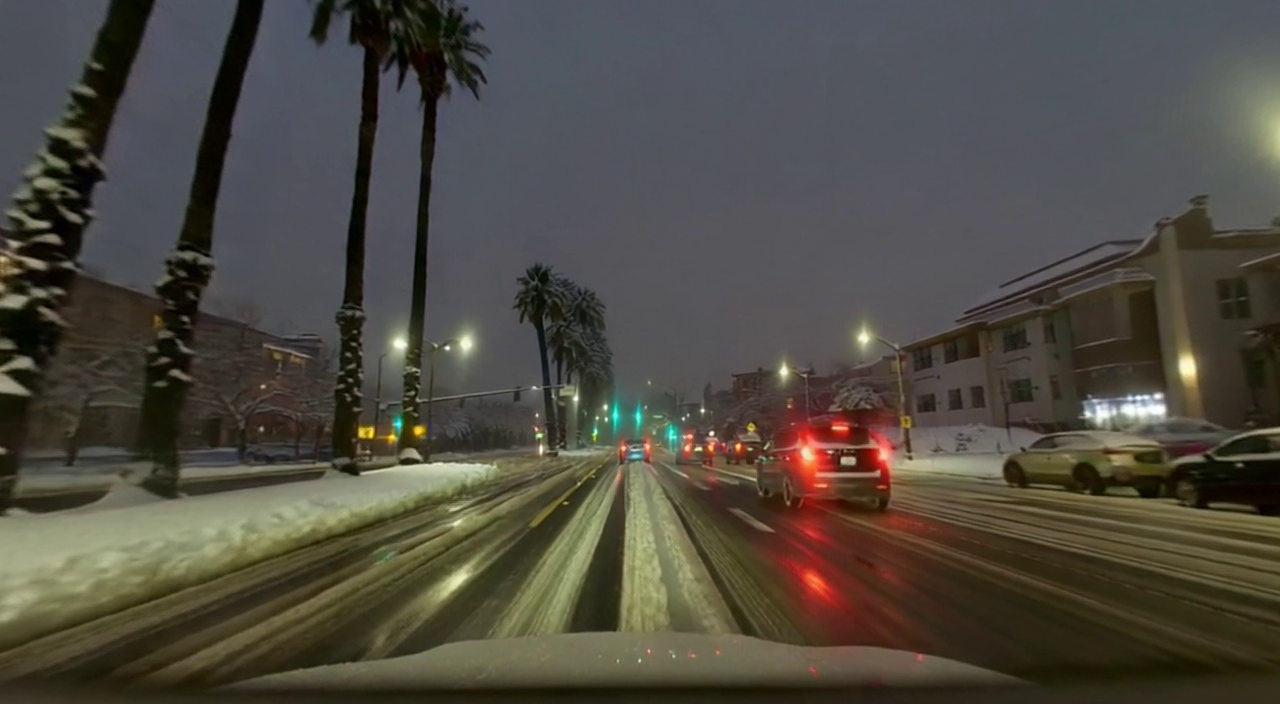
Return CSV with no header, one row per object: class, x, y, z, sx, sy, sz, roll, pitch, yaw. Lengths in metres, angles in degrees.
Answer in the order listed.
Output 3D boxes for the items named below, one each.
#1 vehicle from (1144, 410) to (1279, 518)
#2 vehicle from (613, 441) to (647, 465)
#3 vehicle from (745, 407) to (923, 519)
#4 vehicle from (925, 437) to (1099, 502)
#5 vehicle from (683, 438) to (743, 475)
vehicle,12.723,2.053,11.590,2.157,1.937,5.386,0,-9,-5
vehicle,-0.662,6.550,41.114,2.115,1.464,4.205,0,-9,-2
vehicle,3.754,2.273,13.327,2.104,1.910,4.693,0,-9,-2
vehicle,9.680,3.071,16.950,1.871,1.465,4.395,0,-9,-2
vehicle,3.189,4.675,28.464,2.010,1.509,4.377,0,-9,-3
